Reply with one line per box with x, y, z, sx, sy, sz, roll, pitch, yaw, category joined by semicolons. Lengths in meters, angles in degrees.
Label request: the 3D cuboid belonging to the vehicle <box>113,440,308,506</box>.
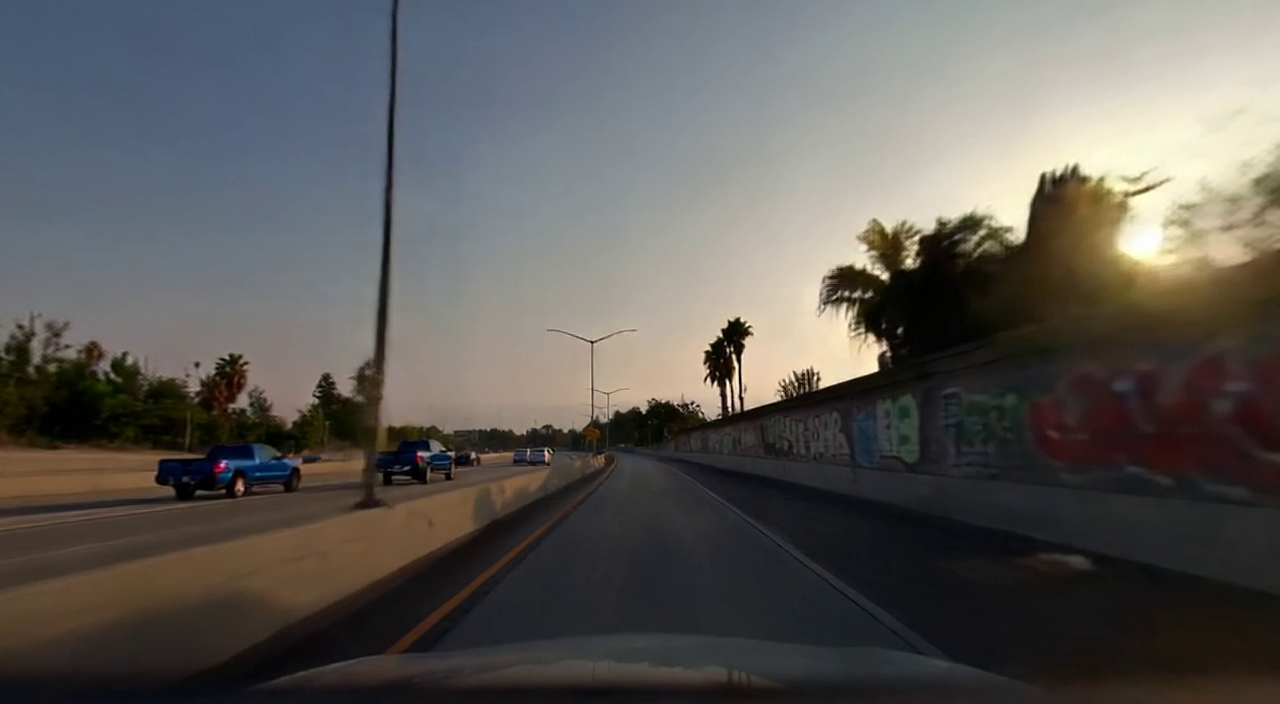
-13.959;3.946;21.166;2.272;1.882;5.941;0;-9;1;vehicle

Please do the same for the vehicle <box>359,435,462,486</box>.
-9.965;4.753;27.962;2.342;1.999;5.594;0;-9;1;vehicle
